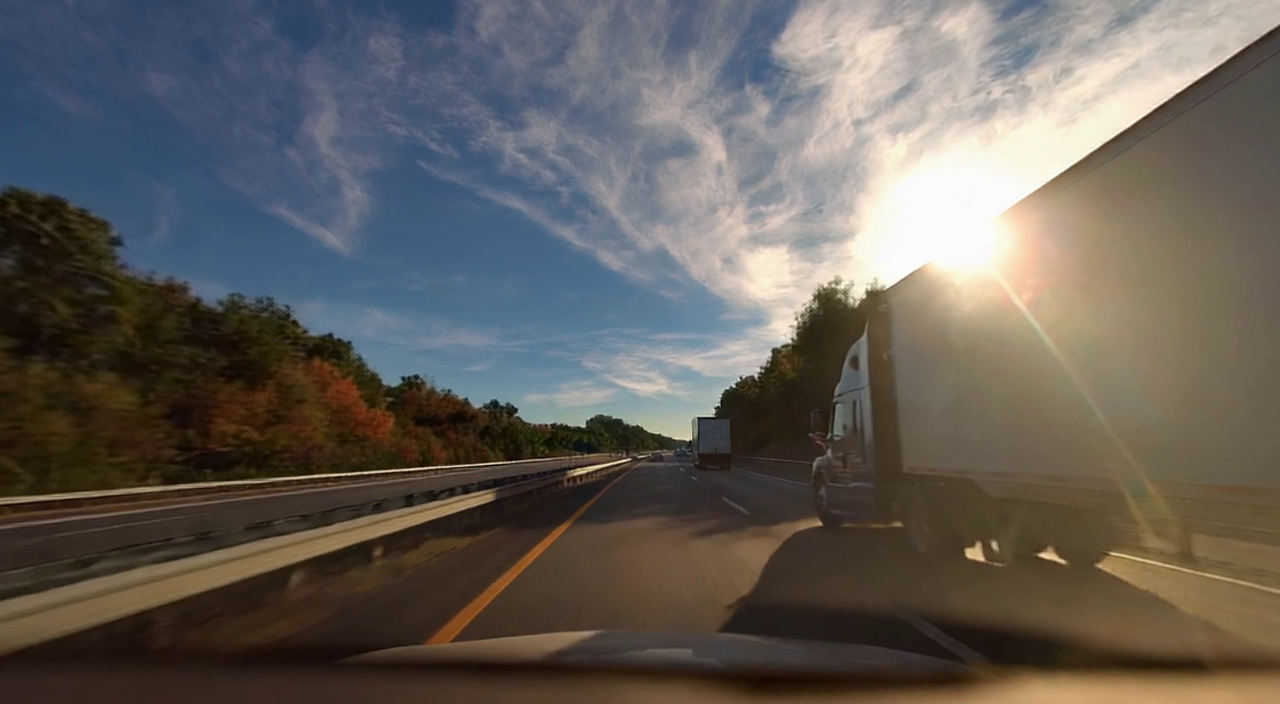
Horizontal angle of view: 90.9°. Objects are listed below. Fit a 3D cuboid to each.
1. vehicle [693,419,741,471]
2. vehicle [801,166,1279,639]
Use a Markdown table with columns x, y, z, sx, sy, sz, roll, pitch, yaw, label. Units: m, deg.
| x | y | z | sx | sy | sz | roll | pitch | yaw | label |
| --- | --- | --- | --- | --- | --- | --- | --- | --- | --- |
| 5.276 | 6.600 | 44.508 | 2.682 | 3.349 | 7.138 | 0 | -9 | 2 | vehicle |
| 4.295 | 0.755 | 7.791 | 2.990 | 3.561 | 6.145 | 0 | -9 | 1 | vehicle |
